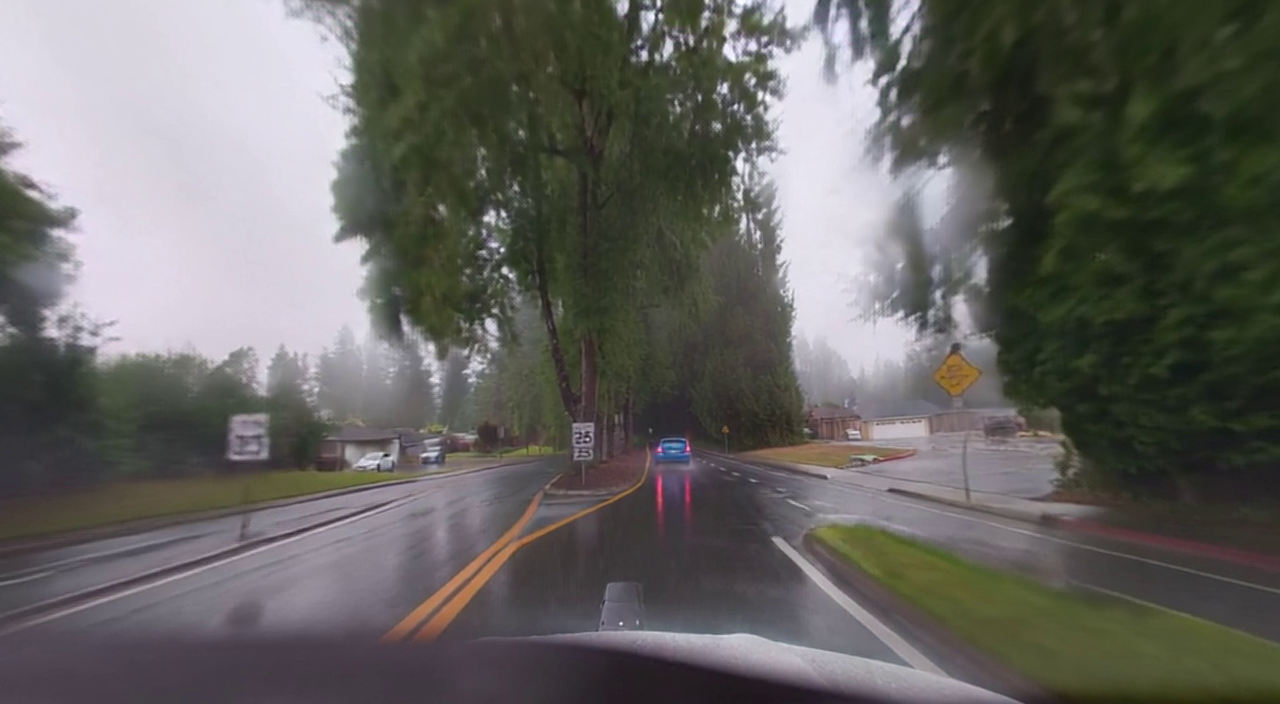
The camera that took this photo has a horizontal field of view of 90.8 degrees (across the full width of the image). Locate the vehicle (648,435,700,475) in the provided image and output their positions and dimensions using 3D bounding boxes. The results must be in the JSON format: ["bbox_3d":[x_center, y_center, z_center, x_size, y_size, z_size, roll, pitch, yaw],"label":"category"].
[{"bbox_3d":[1.511,4.764,29.316,2.216,1.708,4.110,0,-9,1],"label":"vehicle"}]
